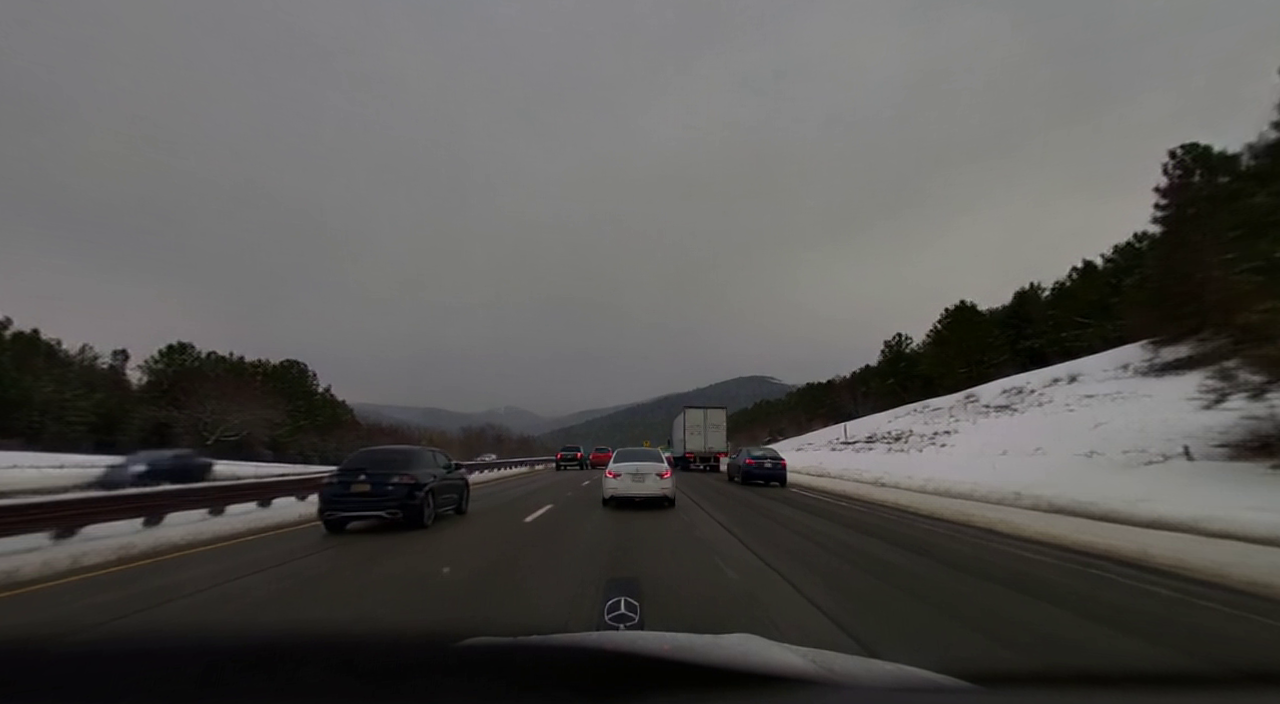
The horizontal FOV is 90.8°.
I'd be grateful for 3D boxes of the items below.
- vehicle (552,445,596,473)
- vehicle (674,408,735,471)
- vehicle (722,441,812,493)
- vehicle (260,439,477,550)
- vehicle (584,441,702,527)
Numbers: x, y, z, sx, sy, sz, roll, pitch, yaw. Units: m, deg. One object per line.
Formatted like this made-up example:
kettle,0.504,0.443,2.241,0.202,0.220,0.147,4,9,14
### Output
vehicle,-4.077,6.715,39.692,2.211,1.669,4.224,0,-9,1
vehicle,4.592,6.891,48.689,3.194,4.038,16.301,0,-9,1
vehicle,4.161,3.858,21.481,2.029,1.579,4.484,0,-9,-1
vehicle,-4.198,2.253,10.553,1.848,1.486,3.832,0,-9,1
vehicle,0.064,2.594,12.844,2.041,1.484,3.535,0,-9,0
